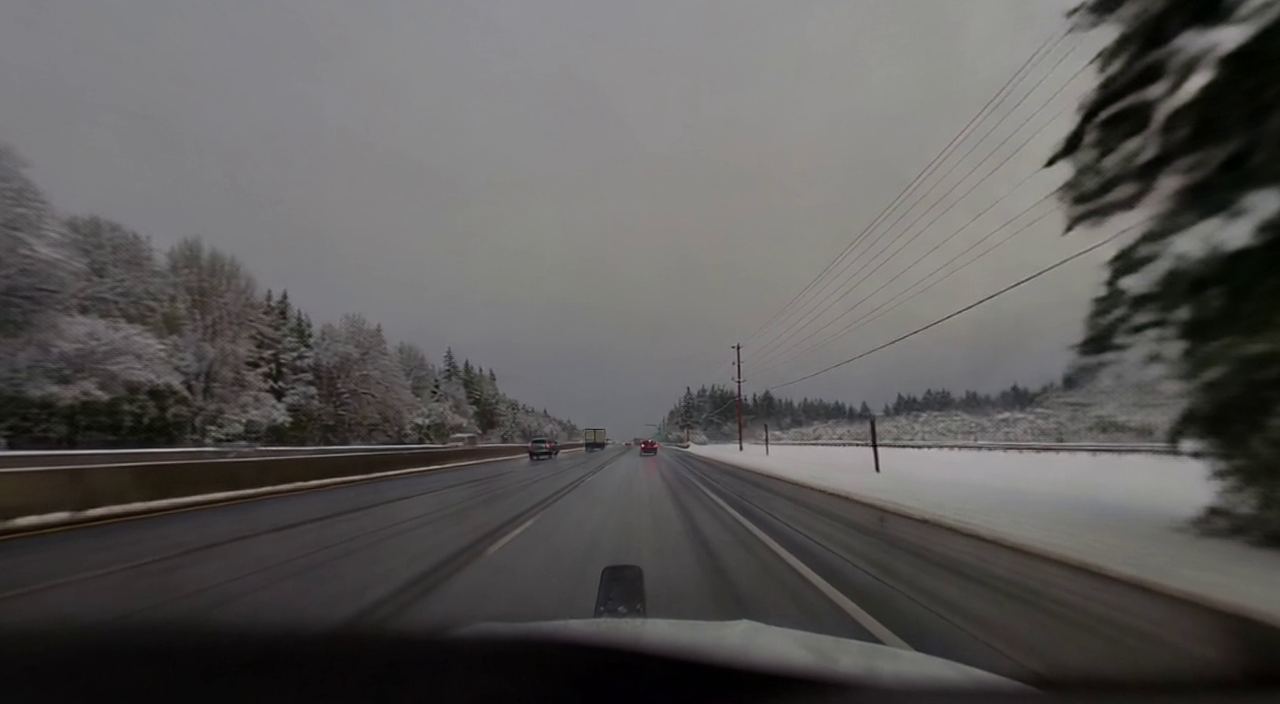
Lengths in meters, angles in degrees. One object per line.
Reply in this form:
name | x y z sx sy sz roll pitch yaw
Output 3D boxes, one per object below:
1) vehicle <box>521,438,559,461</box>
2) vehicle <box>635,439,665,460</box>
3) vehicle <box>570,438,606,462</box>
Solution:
vehicle | -7.052 6.926 44.736 1.936 1.497 4.251 0 -8 1
vehicle | 0.700 6.968 45.102 2.057 1.453 3.926 0 -8 1
vehicle | -3.441 6.568 42.294 2.046 1.478 4.111 0 -8 1
